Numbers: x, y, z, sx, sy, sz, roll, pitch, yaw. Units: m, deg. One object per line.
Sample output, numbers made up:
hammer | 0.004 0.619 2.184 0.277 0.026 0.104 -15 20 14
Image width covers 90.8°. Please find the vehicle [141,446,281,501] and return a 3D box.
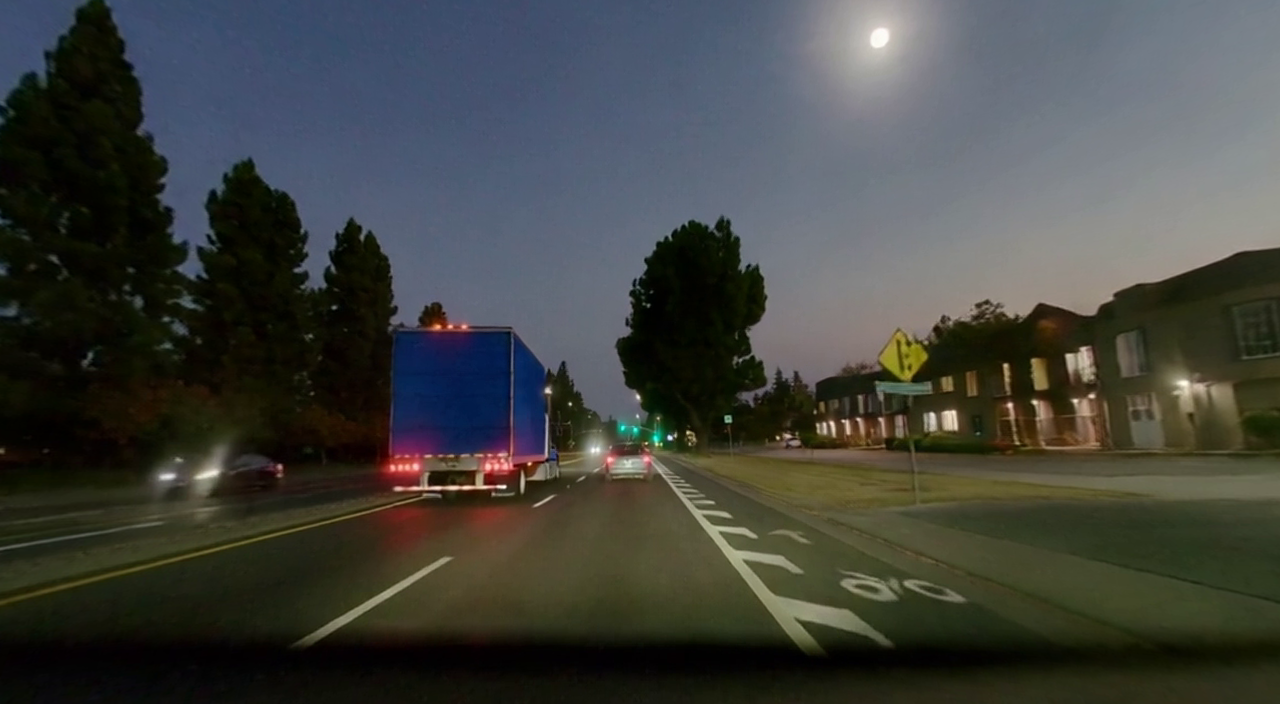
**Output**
vehicle | -15.526 4.363 23.244 1.987 1.711 4.578 -3 -8 0

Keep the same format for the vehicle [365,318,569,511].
vehicle | -4.061 2.002 18.024 2.996 3.902 10.410 0 -8 -1

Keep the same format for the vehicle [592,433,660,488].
vehicle | -0.466 3.628 21.423 2.094 1.682 3.866 0 -9 -1
